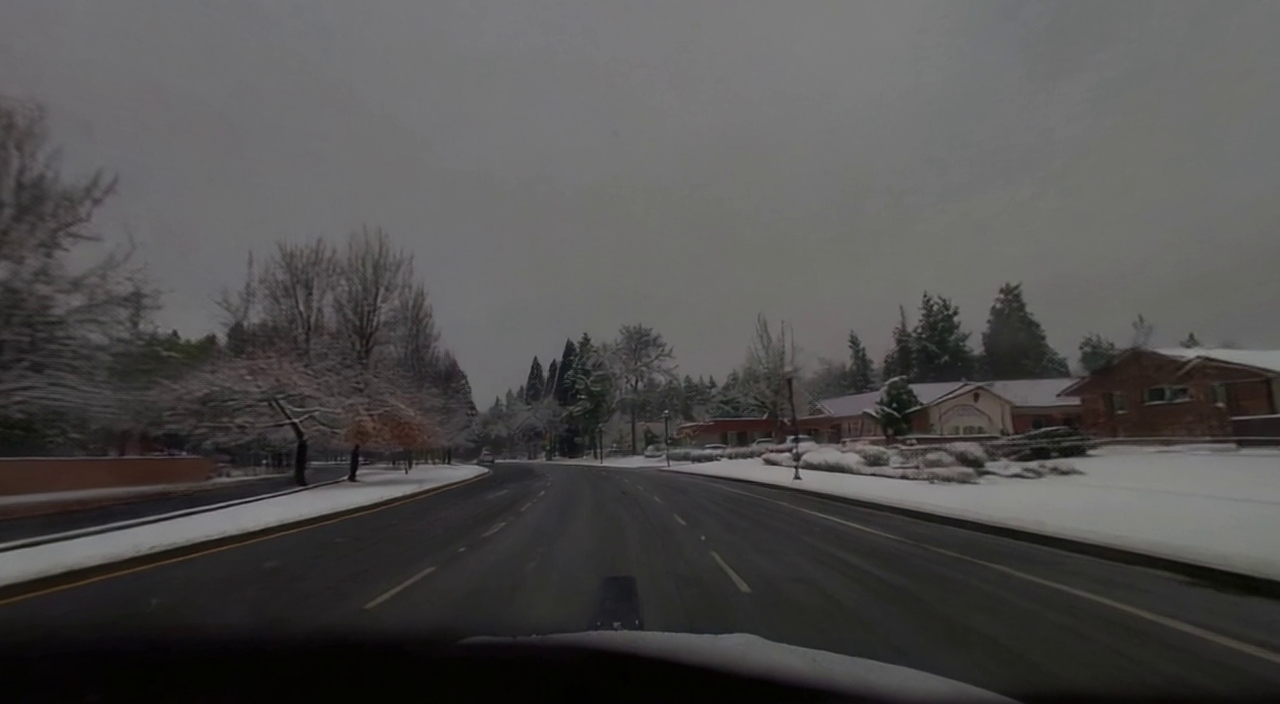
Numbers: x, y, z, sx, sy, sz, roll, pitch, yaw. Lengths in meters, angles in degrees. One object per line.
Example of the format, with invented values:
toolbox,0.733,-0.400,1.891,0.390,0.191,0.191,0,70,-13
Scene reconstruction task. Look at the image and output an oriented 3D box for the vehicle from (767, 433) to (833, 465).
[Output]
vehicle,10.409,6.283,40.814,2.110,1.863,4.977,-10,-12,38
